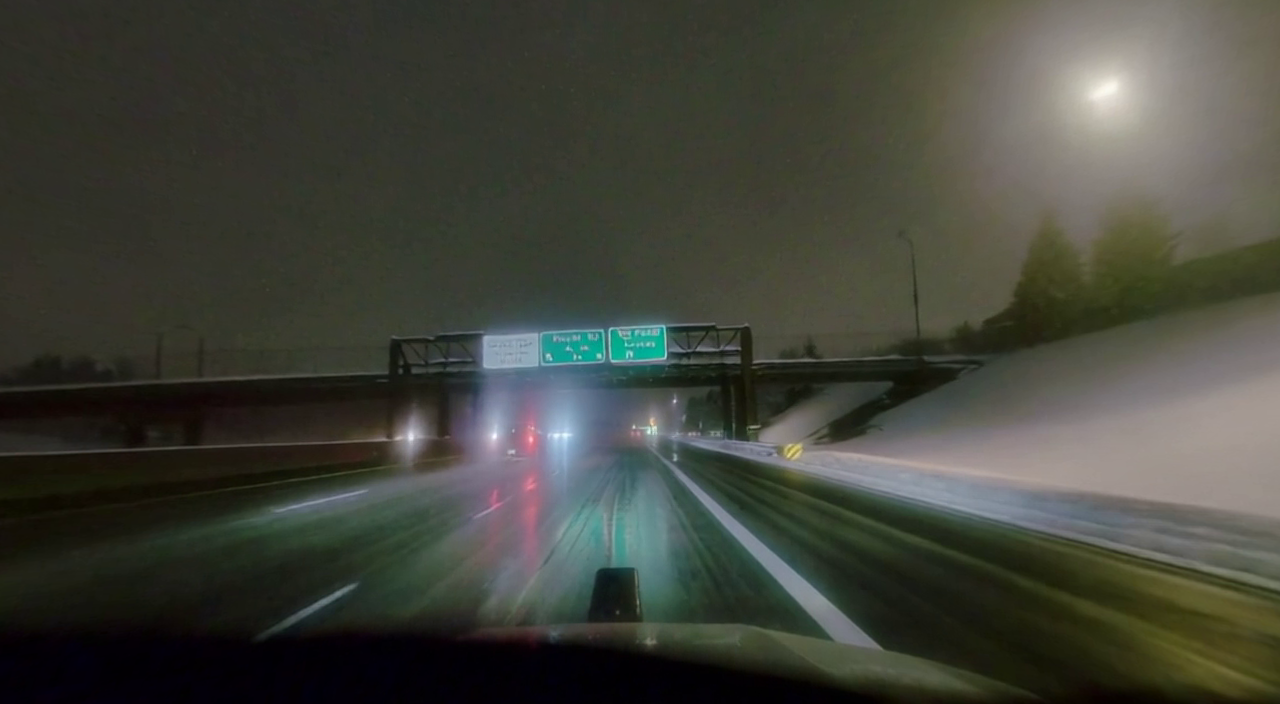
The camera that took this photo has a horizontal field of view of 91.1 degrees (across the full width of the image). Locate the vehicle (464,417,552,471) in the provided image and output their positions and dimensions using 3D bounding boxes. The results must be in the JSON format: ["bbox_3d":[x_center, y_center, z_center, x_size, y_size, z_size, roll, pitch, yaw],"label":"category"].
[{"bbox_3d":[-4.591,3.278,22.680,2.153,1.730,4.772,0,-8,0],"label":"vehicle"}]
